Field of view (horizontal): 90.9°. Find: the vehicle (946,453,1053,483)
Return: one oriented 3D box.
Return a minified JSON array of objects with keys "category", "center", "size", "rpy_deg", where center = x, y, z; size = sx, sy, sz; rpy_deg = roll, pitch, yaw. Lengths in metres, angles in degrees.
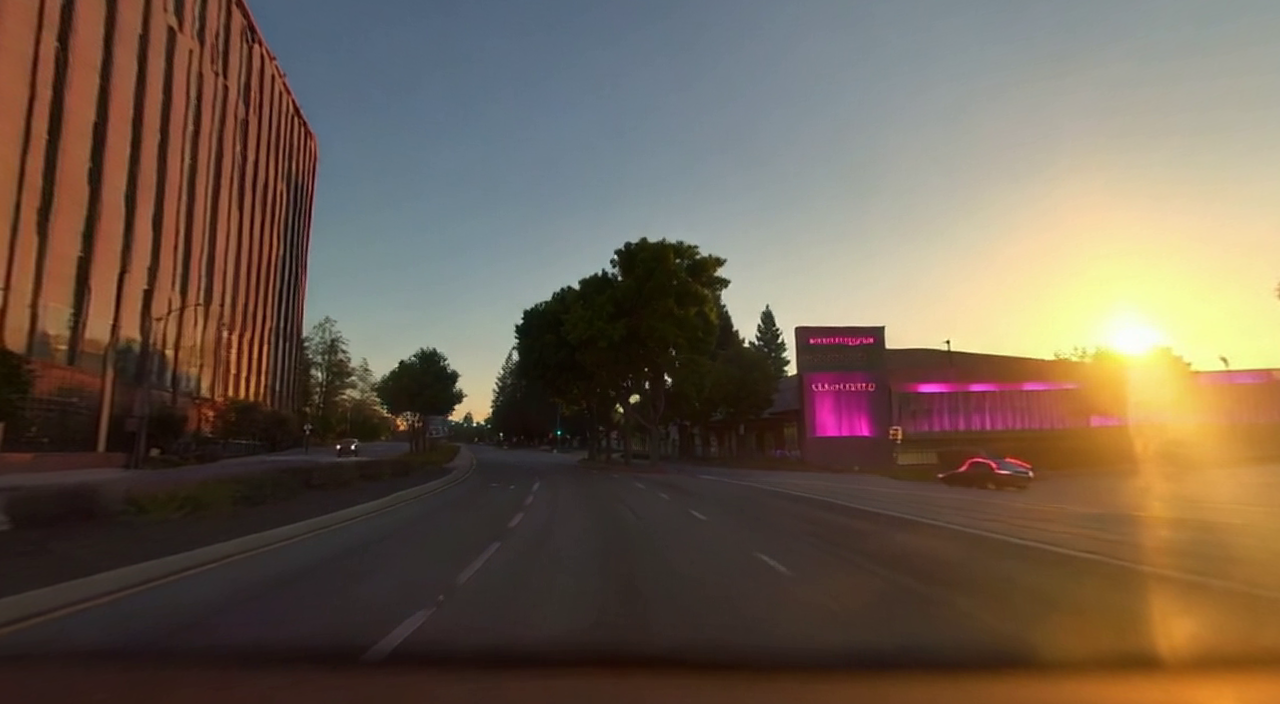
[{"category":"vehicle","center":[21.003,6.811,36.998],"size":[4.946,1.656,2.139],"rpy_deg":[0,-9,2]}]
